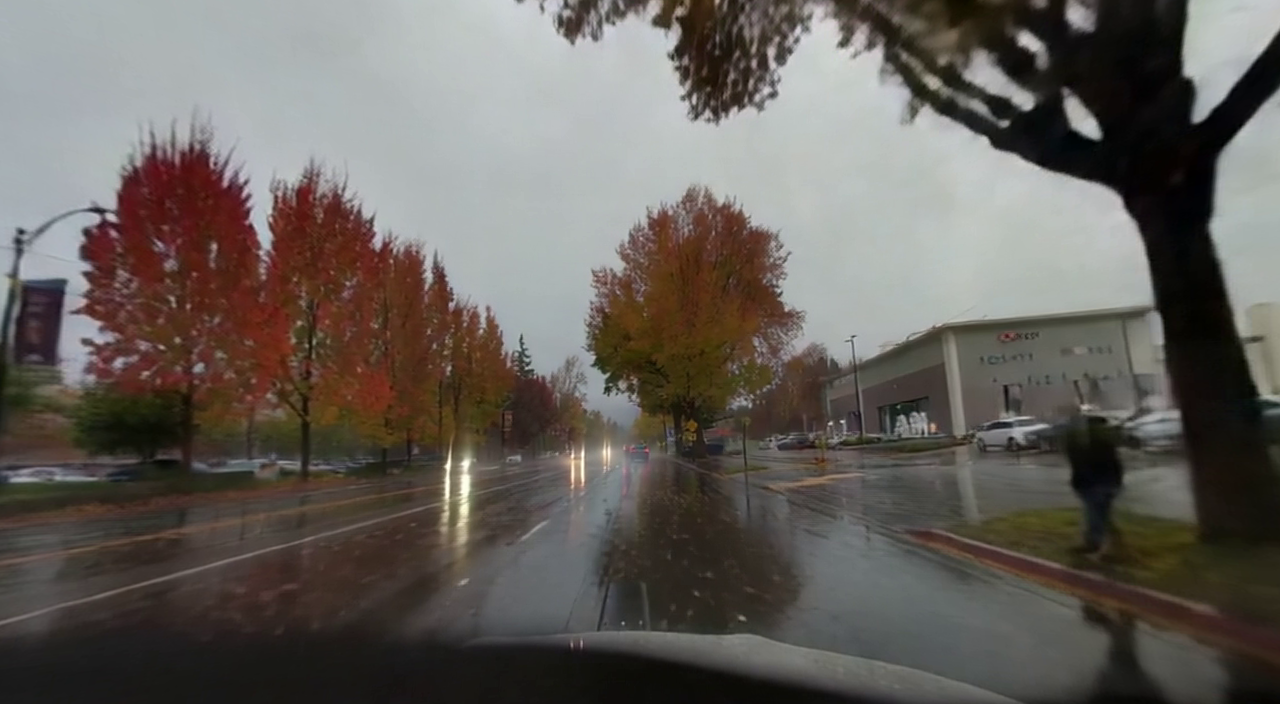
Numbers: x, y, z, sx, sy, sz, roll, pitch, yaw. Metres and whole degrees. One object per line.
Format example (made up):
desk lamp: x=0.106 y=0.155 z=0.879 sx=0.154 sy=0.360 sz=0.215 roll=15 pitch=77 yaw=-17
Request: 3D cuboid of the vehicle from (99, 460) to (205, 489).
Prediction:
vehicle: x=-28.386 y=7.132 z=36.612 sx=4.552 sy=1.576 sz=2.005 roll=0 pitch=-9 yaw=2

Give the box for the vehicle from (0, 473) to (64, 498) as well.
vehicle: x=-40.781 y=8.725 z=41.110 sx=4.138 sy=1.508 sz=1.822 roll=0 pitch=-9 yaw=-2

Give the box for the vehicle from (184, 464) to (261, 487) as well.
vehicle: x=-27.950 y=8.274 z=42.070 sx=3.844 sy=1.448 sz=1.746 roll=0 pitch=-9 yaw=1
